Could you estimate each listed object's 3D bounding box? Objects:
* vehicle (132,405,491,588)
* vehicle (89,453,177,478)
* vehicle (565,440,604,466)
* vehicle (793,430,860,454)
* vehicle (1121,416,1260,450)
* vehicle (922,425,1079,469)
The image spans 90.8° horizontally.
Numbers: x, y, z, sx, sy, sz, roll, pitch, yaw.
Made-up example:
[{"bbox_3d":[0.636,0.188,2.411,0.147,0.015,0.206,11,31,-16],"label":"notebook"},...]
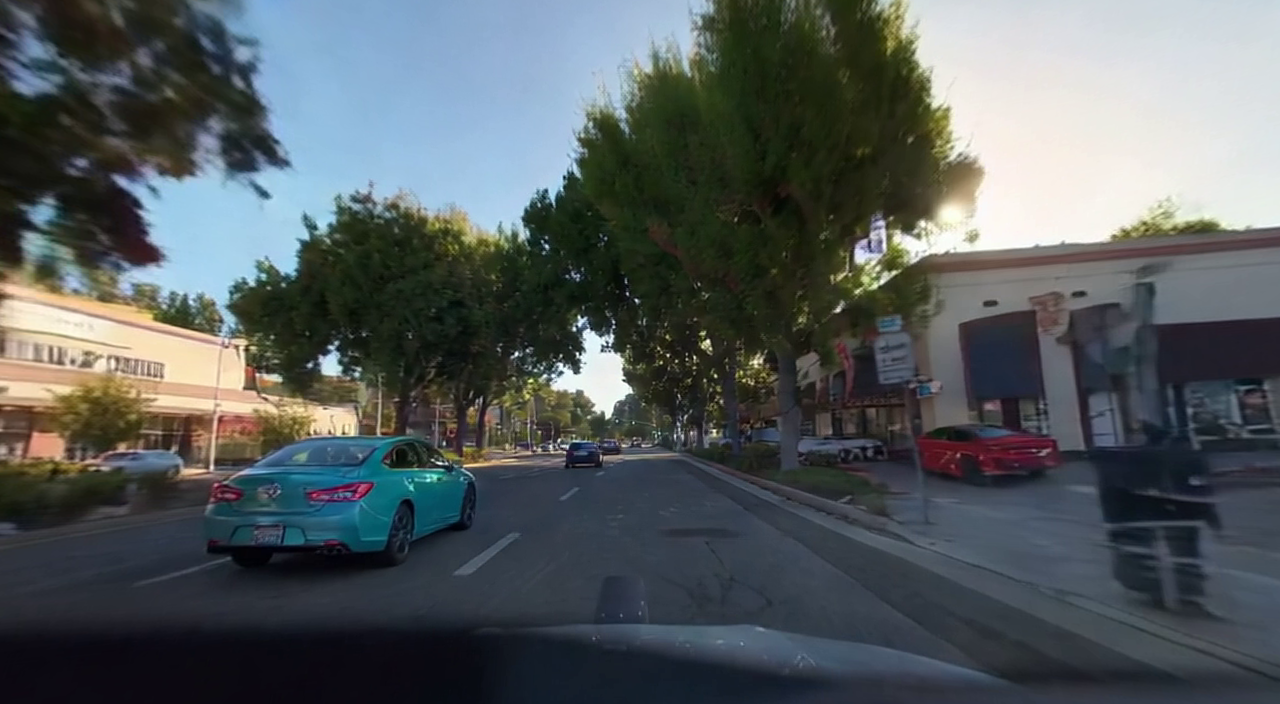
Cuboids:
[{"bbox_3d":[-3.550,1.672,8.127,2.126,1.655,4.560,0,-9,0],"label":"vehicle"},{"bbox_3d":[-34.154,7.650,42.761,1.921,1.506,5.032,0,-9,-2],"label":"vehicle"},{"bbox_3d":[-3.262,6.045,37.964,1.955,1.461,4.396,0,-9,0],"label":"vehicle"},{"bbox_3d":[13.468,6.554,45.806,4.165,1.650,1.946,0,-9,-2],"label":"vehicle"},{"bbox_3d":[26.369,3.921,30.366,4.882,1.568,1.963,0,-9,-3],"label":"vehicle"},{"bbox_3d":[13.511,3.612,23.898,4.697,1.518,1.990,-1,-9,-1],"label":"vehicle"}]
